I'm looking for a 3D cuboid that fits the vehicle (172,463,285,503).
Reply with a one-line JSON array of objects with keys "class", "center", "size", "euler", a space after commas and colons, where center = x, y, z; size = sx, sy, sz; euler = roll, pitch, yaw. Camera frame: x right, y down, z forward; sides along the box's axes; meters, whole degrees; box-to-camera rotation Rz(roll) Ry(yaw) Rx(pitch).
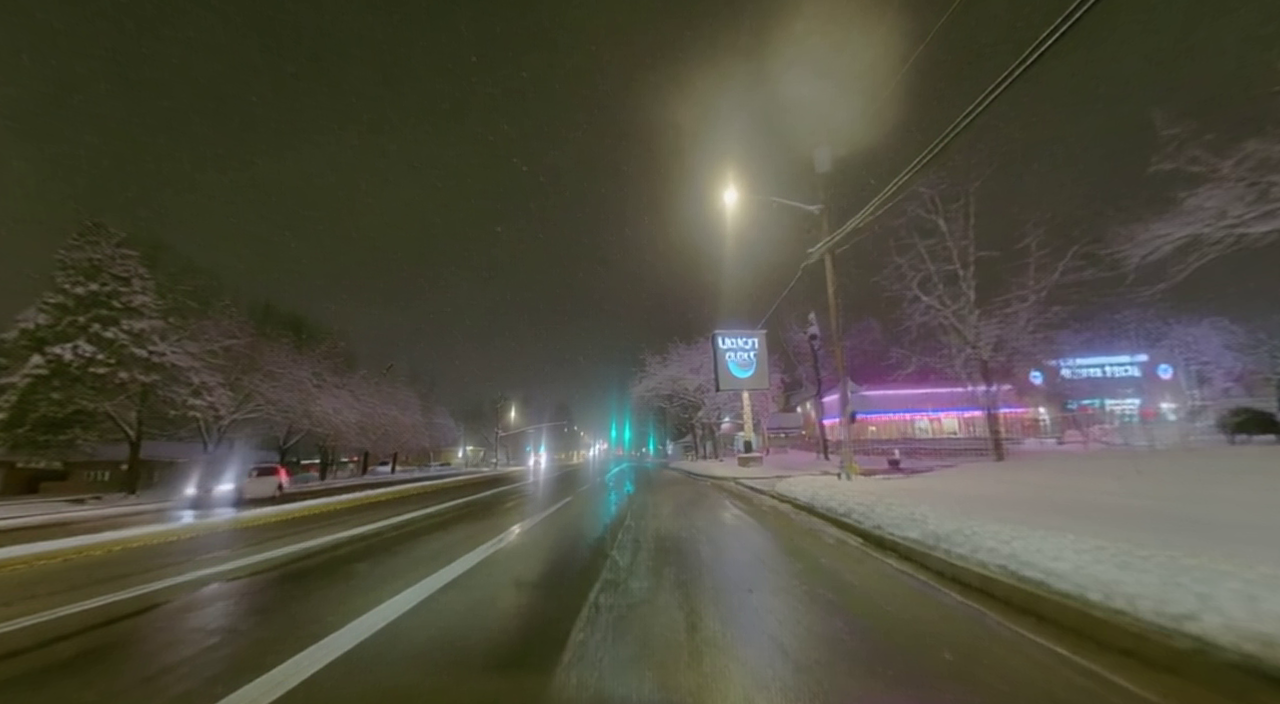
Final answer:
[{"class": "vehicle", "center": [-17.788, 5.661, 27.500], "size": [1.834, 1.469, 4.496], "euler": [0, -8, 0]}]
